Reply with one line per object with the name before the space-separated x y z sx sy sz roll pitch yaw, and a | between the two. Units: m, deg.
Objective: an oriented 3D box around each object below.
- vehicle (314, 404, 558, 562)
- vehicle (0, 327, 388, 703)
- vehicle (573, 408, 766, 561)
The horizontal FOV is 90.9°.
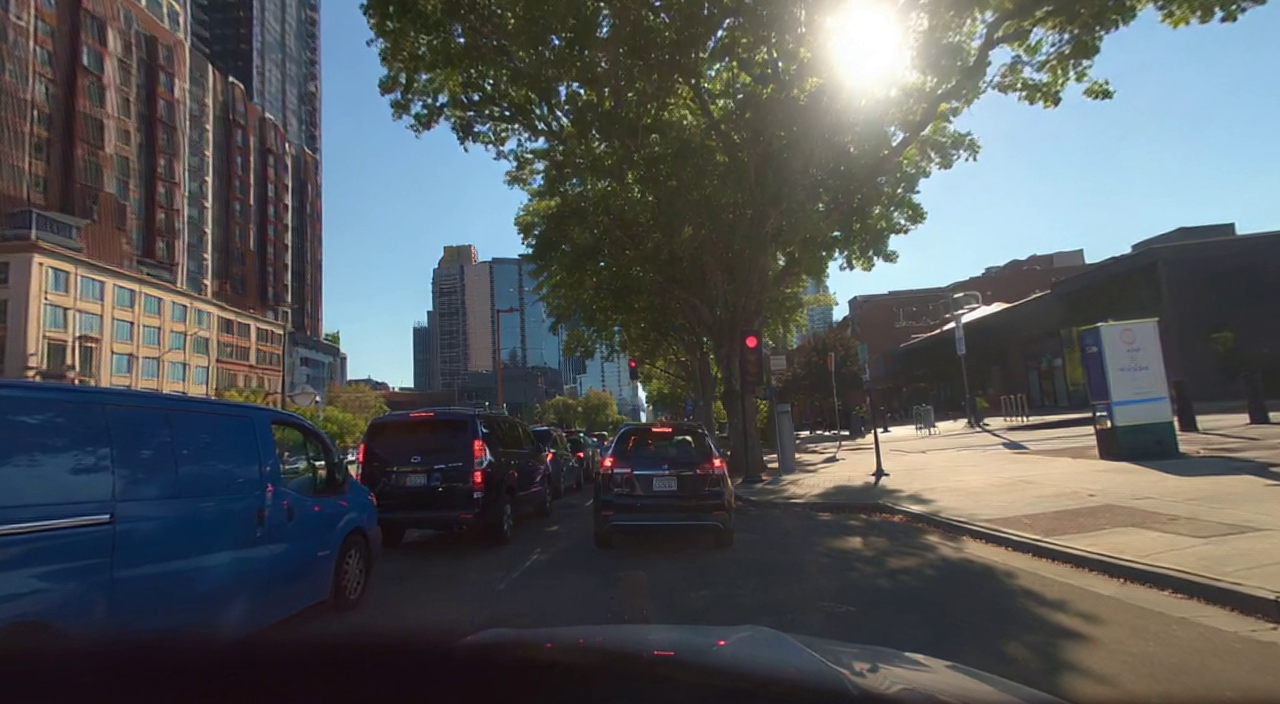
vehicle | -2.654 1.841 9.607 2.124 1.799 4.587 0 -8 1
vehicle | -3.177 0.979 3.481 1.940 1.722 3.823 0 -8 0
vehicle | 0.359 1.811 9.254 2.205 1.727 3.917 0 -8 1
